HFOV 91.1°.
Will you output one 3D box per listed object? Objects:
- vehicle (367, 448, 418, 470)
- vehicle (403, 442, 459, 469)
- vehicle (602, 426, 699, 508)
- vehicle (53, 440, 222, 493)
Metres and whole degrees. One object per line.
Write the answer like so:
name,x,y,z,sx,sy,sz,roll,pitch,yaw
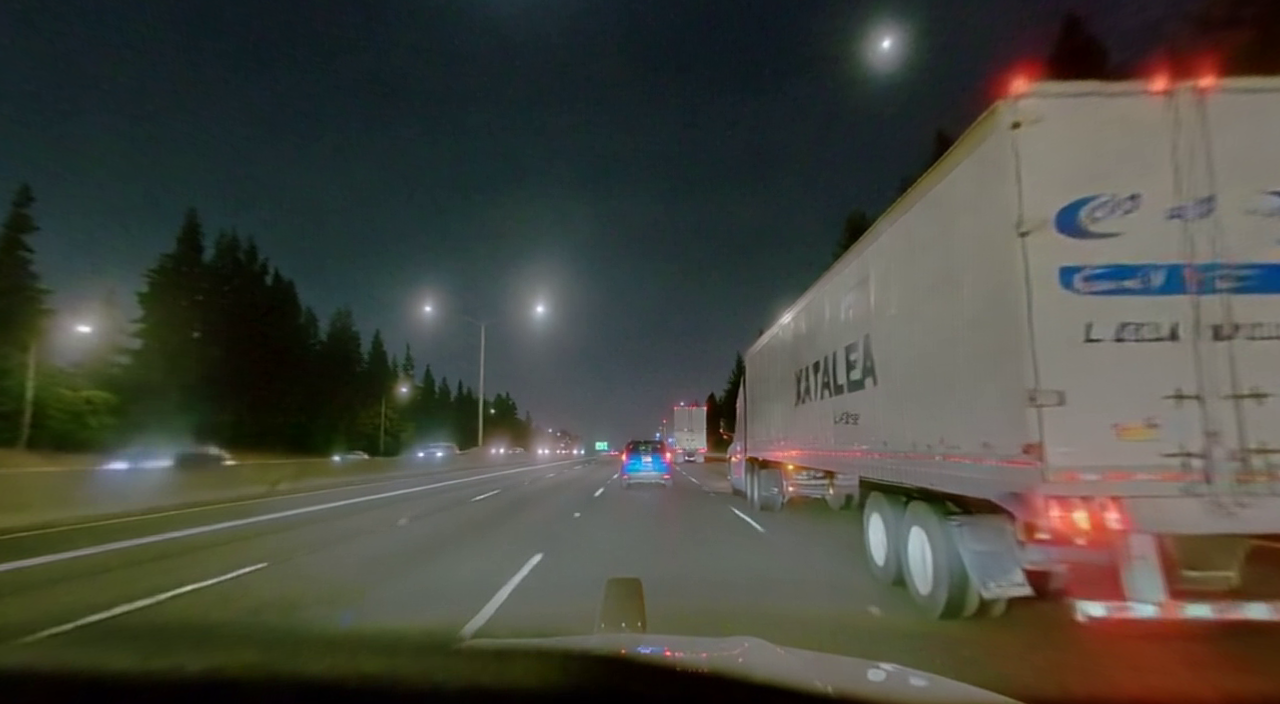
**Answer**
vehicle,-18.469,8.004,47.049,1.971,1.518,4.297,0,-8,1
vehicle,-15.005,7.458,45.413,2.097,1.813,5.472,0,-8,1
vehicle,0.247,2.757,15.472,2.054,1.706,4.201,0,-8,1
vehicle,-19.056,4.319,24.243,2.092,1.801,5.217,0,-8,1
